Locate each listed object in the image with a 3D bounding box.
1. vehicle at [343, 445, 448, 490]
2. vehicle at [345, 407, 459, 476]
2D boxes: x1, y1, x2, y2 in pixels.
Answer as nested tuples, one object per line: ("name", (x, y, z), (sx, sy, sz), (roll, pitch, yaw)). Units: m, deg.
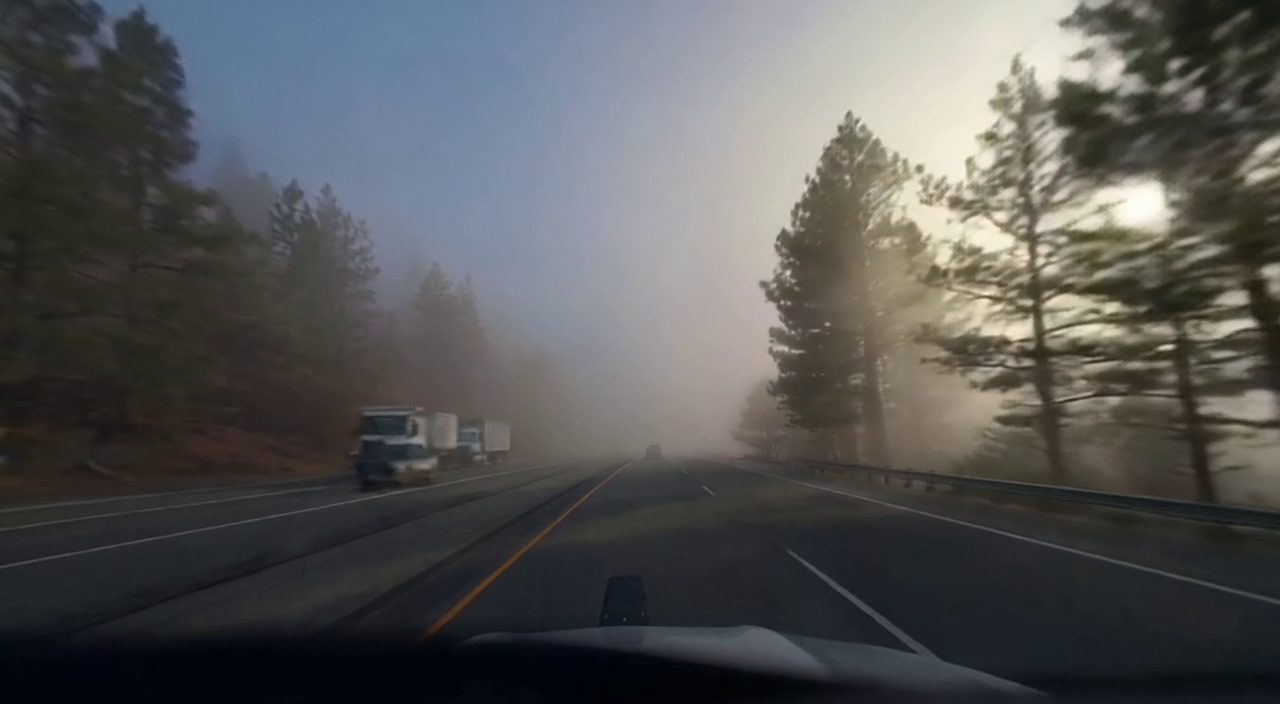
("vehicle", (-8.823, 4.183, 23.279), (1.932, 1.463, 4.687), (0, -8, 1))
("vehicle", (-12.982, 5.044, 35.381), (2.946, 3.349, 8.320), (0, -8, 1))
